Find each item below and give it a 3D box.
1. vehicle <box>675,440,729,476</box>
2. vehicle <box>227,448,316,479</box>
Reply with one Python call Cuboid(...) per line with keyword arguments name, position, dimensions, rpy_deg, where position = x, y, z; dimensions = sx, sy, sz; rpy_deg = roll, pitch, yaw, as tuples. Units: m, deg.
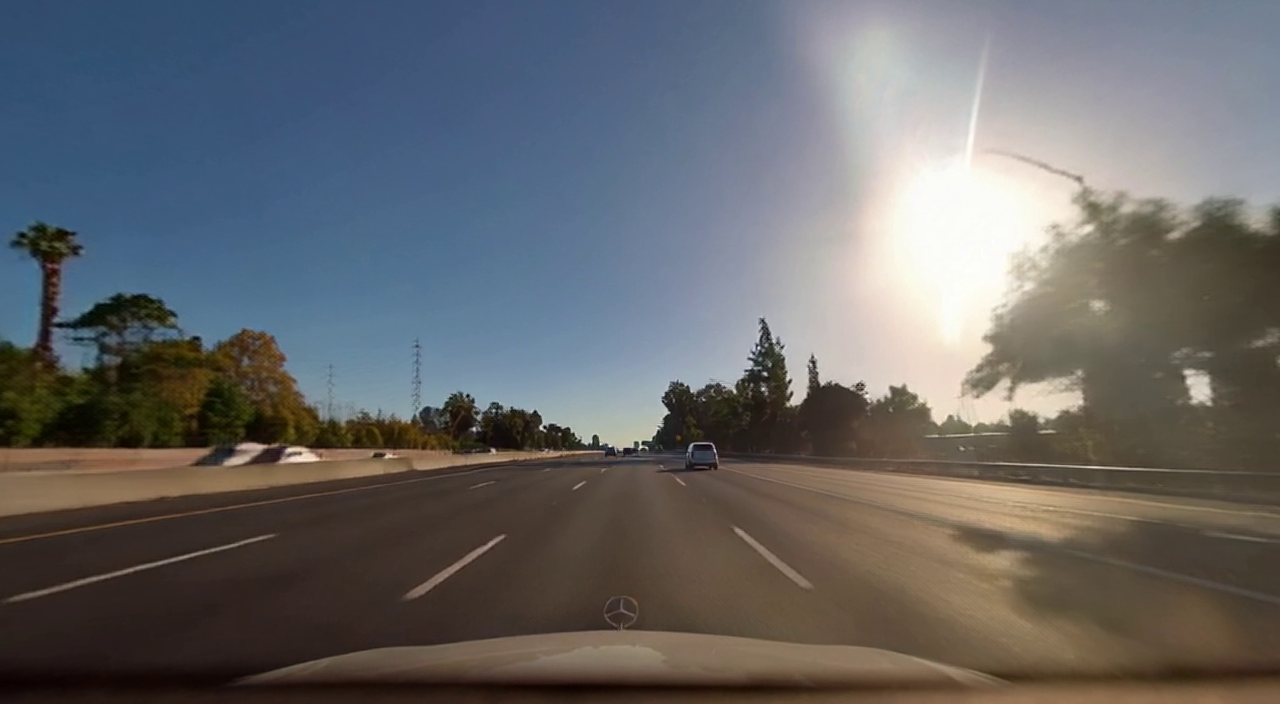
Cuboid(name="vehicle", position=(3.029, 5.299, 31.907), dimensions=(2.130, 1.677, 4.317), rpy_deg=(0, -9, -2))
Cuboid(name="vehicle", position=(-19.681, 5.965, 34.029), dimensions=(1.942, 1.518, 4.650), rpy_deg=(0, -9, 0))
